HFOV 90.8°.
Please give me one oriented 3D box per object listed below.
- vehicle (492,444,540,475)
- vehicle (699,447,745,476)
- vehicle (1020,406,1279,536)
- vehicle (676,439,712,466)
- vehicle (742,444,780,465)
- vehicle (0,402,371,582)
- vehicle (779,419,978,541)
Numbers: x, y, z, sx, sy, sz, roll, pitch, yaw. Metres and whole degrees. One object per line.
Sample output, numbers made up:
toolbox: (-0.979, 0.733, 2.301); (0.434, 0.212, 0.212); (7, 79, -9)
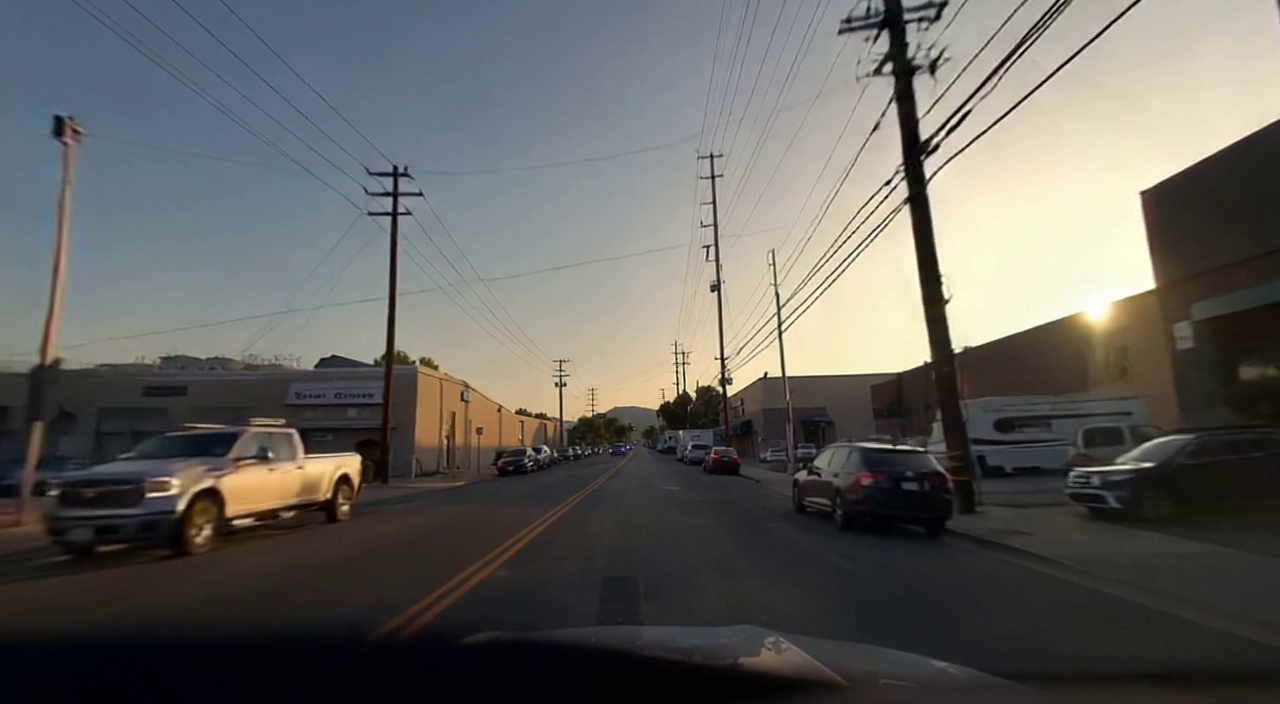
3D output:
vehicle: (-7.595, 6.632, 39.189); (2.194, 1.775, 4.482); (0, -8, -1)
vehicle: (4.442, 5.954, 34.750); (1.919, 1.453, 4.425); (0, -8, 0)
vehicle: (9.722, 1.953, 10.933); (4.825, 1.878, 2.050); (-3, -8, 0)
vehicle: (4.082, 7.728, 48.777); (2.218, 1.956, 5.916); (0, -8, -1)
vehicle: (8.987, 7.676, 47.265); (1.798, 1.370, 4.191); (-2, -9, -3)
vehicle: (-7.567, 2.221, 11.291); (2.692, 2.152, 6.686); (-2, -8, -1)
vehicle: (4.278, 2.360, 12.328); (2.087, 1.892, 4.579); (0, -8, 0)
